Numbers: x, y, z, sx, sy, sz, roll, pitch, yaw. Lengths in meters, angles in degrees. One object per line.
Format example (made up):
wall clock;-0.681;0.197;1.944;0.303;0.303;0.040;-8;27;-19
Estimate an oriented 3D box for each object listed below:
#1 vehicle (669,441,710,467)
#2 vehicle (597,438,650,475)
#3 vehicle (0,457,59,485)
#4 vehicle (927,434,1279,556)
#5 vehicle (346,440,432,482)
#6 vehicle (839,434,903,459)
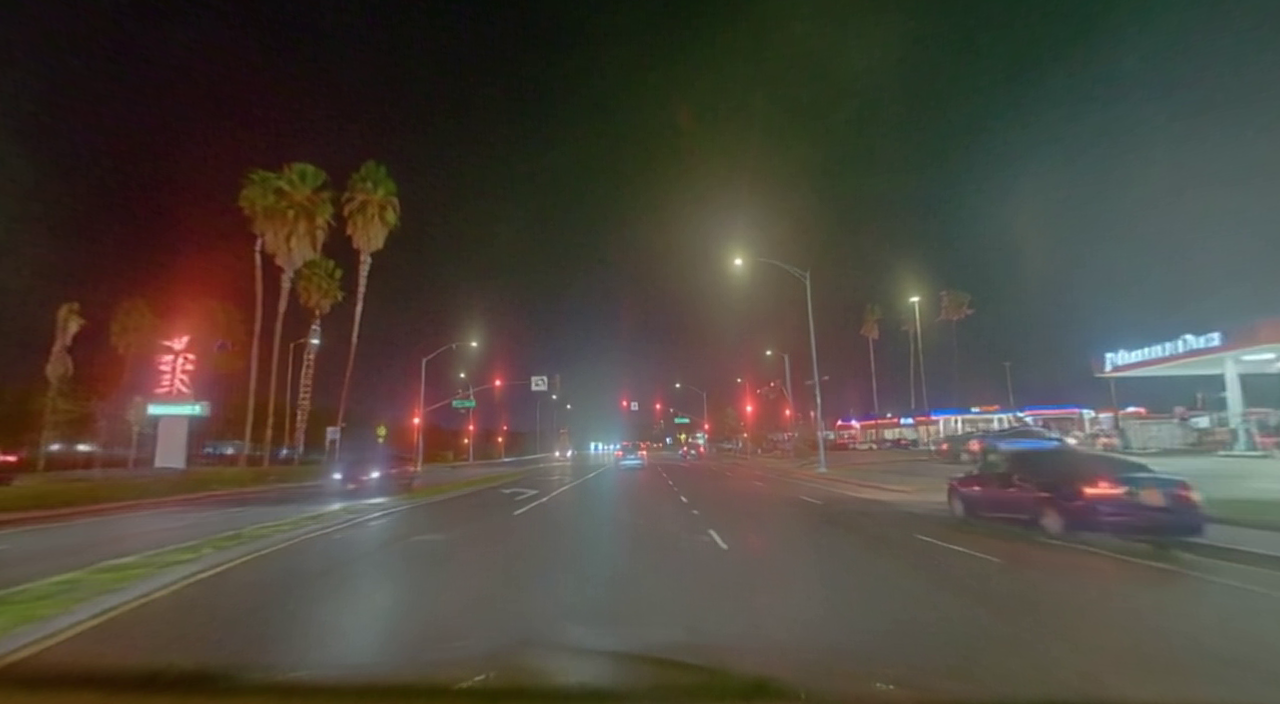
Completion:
vehicle;2.958;6.186;38.612;2.060;1.471;4.168;0;-8;-1
vehicle;-0.707;4.625;28.199;2.160;1.508;4.319;0;-8;-1
vehicle;-35.487;6.630;35.250;4.313;1.462;1.821;0;-8;-2
vehicle;6.780;2.112;10.213;1.922;1.461;4.868;0;-8;-1
vehicle;-11.698;5.088;29.902;2.098;1.766;4.787;0;-8;0
vehicle;14.694;5.988;40.138;4.580;1.479;1.985;8;-12;-44
